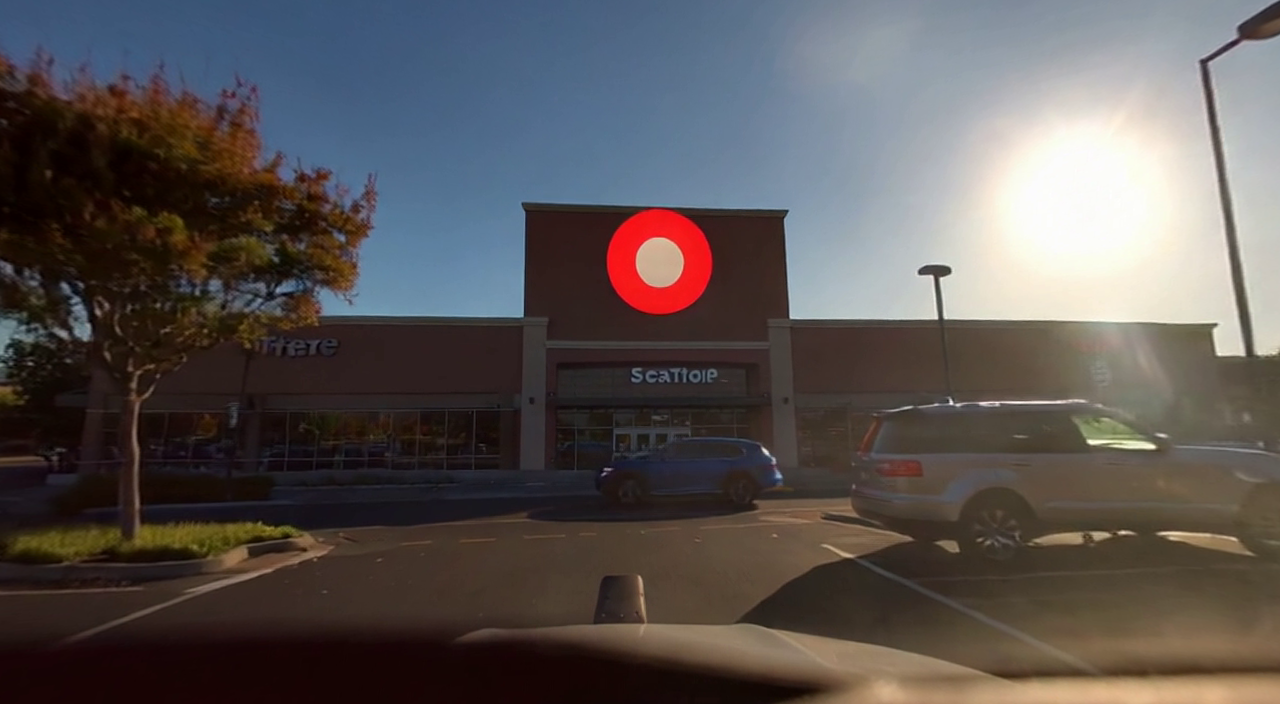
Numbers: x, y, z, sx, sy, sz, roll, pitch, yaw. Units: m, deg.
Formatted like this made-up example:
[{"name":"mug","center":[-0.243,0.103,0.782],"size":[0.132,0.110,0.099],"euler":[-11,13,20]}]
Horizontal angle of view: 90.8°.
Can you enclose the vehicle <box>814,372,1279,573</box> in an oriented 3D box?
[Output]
[{"name":"vehicle","center":[4.935,1.352,7.572],"size":[4.864,1.916,2.413],"euler":[1,-8,-6]}]

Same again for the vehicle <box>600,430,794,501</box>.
[{"name":"vehicle","center":[1.449,3.079,17.455],"size":[4.957,1.788,2.092],"euler":[1,-9,-8]}]
